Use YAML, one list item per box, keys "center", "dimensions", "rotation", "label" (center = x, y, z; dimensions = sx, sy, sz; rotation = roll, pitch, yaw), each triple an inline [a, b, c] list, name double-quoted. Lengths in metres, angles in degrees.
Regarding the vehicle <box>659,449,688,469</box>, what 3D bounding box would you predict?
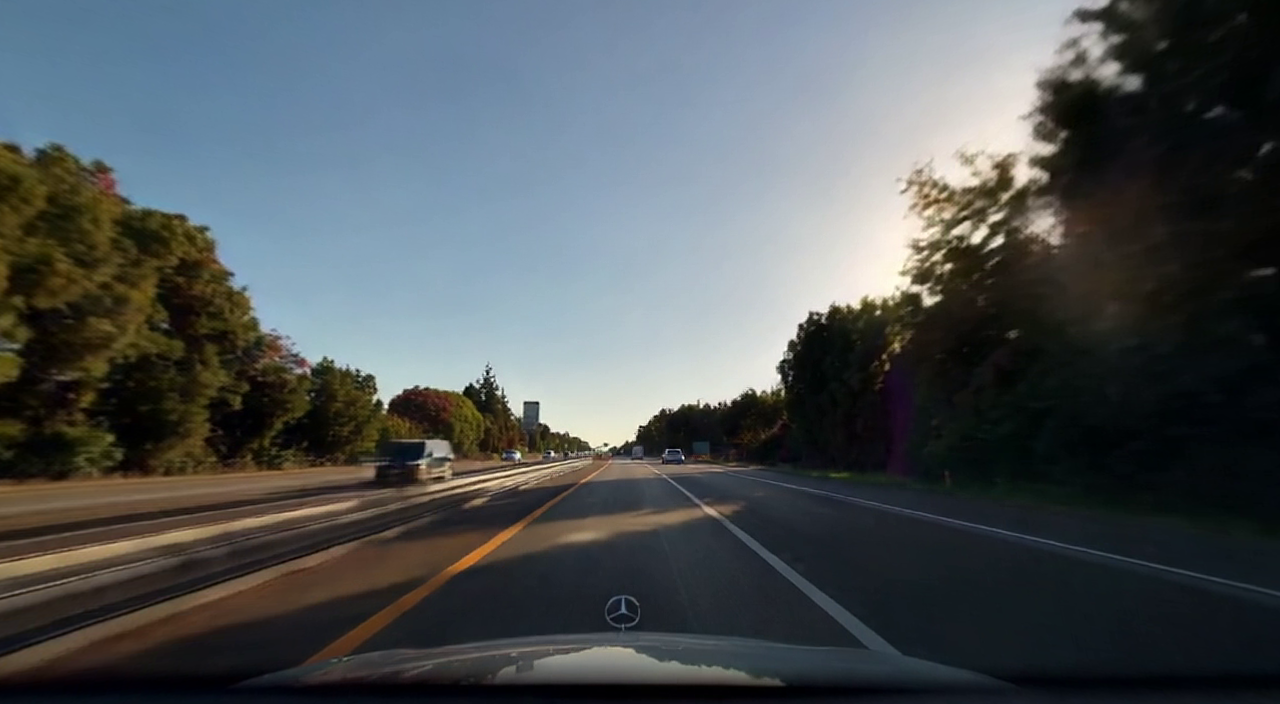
- center: [2.589, 8.357, 49.393]
  dimensions: [1.870, 1.486, 3.858]
  rotation: [0, -9, -3]
  label: "vehicle"
